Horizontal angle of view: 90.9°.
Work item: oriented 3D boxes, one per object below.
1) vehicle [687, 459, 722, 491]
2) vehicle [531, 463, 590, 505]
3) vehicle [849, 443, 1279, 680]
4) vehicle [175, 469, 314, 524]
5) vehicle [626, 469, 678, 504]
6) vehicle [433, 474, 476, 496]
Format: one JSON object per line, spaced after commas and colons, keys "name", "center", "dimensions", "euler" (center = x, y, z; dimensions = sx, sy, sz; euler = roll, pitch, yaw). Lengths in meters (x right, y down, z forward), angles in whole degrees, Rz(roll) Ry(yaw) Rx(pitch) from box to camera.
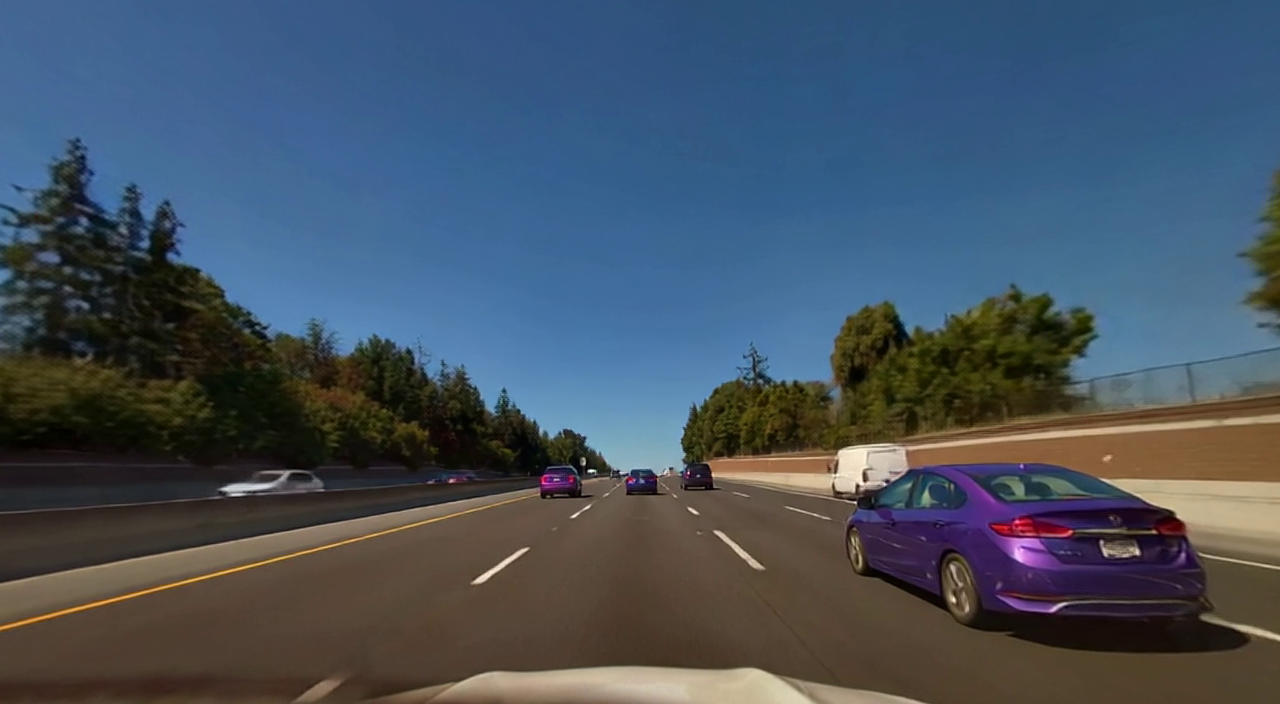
{"name": "vehicle", "center": [4.562, 8.774, 45.011], "dimensions": [2.030, 2.172, 3.621], "euler": [1, -10, -1]}
{"name": "vehicle", "center": [-3.540, 5.968, 28.754], "dimensions": [2.021, 1.706, 4.247], "euler": [1, -10, 1]}
{"name": "vehicle", "center": [3.698, 1.769, 6.231], "dimensions": [1.938, 1.561, 3.786], "euler": [1, -10, 0]}
{"name": "vehicle", "center": [-13.185, 4.810, 21.398], "dimensions": [1.921, 1.633, 4.323], "euler": [1, -10, -1]}
{"name": "vehicle", "center": [0.528, 6.173, 29.105], "dimensions": [2.241, 1.425, 3.973], "euler": [1, -10, 1]}
{"name": "vehicle", "center": [-13.991, 10.037, 47.772], "dimensions": [1.814, 1.486, 4.645], "euler": [1, -10, 0]}
